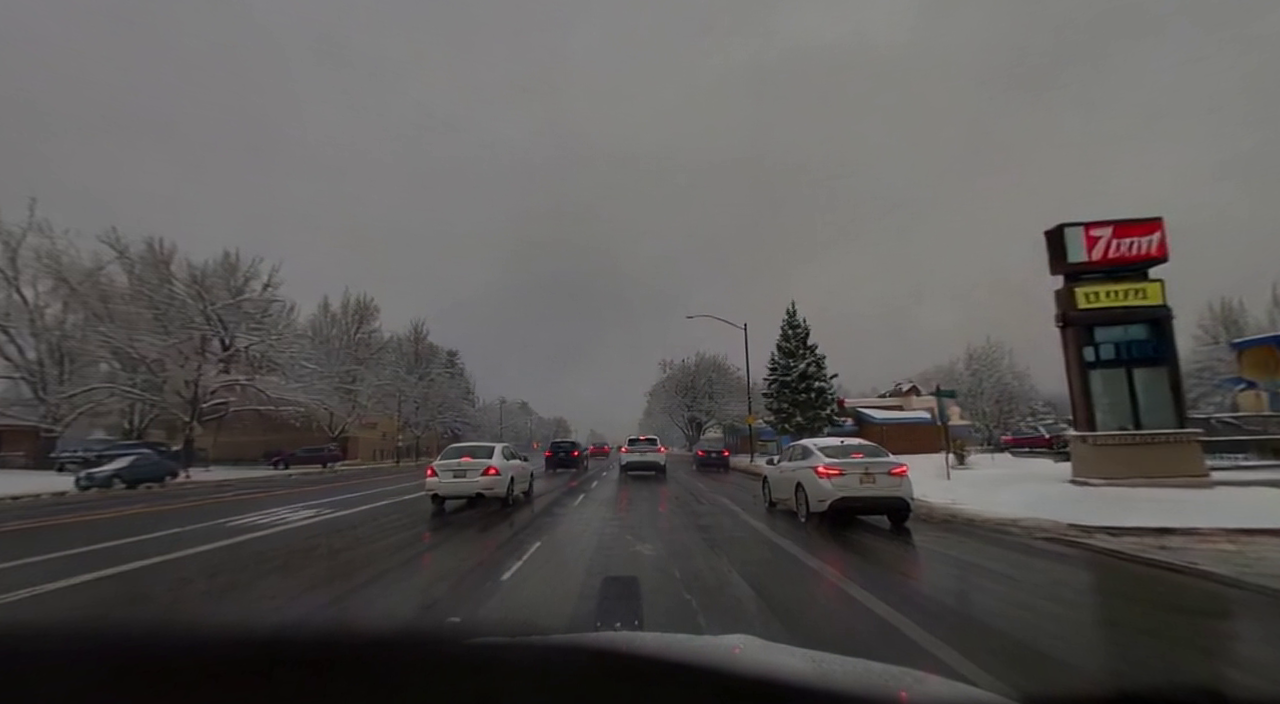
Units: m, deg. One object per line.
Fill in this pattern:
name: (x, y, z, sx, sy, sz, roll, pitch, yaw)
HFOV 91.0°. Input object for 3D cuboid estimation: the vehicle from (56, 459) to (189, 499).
vehicle: (-22.396, 5.493, 27.526, 1.827, 1.441, 4.660, 0, -8, 0)

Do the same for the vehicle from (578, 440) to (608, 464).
vehicle: (-3.462, 7.408, 46.611, 1.871, 1.673, 3.920, 0, -8, 1)

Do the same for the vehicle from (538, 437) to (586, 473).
vehicle: (-3.899, 5.217, 32.085, 1.932, 1.695, 4.235, 0, -8, 0)

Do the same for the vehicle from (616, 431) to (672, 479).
vehicle: (0.121, 4.292, 26.478, 2.164, 1.867, 4.254, 0, -8, -1)

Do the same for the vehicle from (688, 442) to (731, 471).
vehicle: (3.795, 5.775, 35.080, 1.880, 1.476, 3.932, 0, -8, -1)

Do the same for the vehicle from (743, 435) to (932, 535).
vehicle: (3.336, 2.328, 11.780, 1.977, 1.480, 4.589, 0, -8, -1)

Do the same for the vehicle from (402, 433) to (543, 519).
vehicle: (-3.294, 2.506, 13.274, 1.864, 1.505, 4.202, 0, -8, -1)
